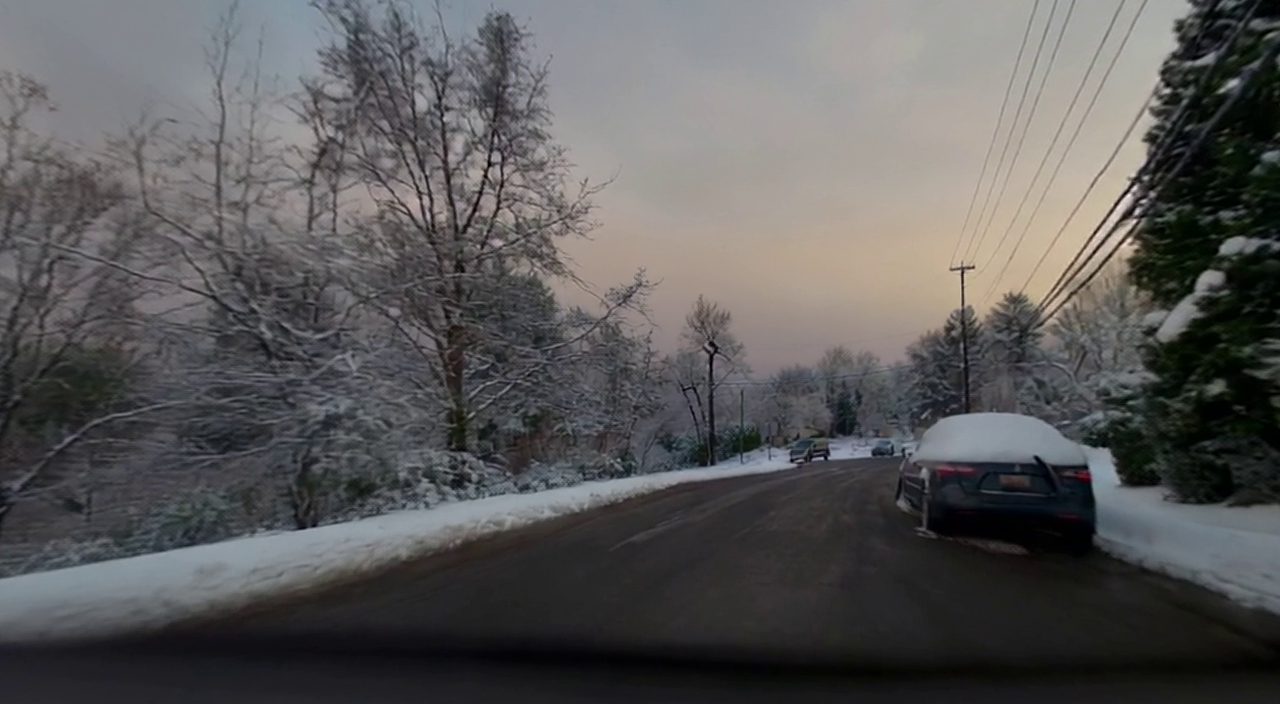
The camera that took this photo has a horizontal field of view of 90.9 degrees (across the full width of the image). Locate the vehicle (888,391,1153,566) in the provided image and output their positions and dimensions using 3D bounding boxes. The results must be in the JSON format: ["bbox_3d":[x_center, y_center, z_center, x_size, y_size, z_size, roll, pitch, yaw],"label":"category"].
[{"bbox_3d":[5.394,1.823,10.008,2.311,1.909,5.570,-3,-9,18],"label":"vehicle"}]
